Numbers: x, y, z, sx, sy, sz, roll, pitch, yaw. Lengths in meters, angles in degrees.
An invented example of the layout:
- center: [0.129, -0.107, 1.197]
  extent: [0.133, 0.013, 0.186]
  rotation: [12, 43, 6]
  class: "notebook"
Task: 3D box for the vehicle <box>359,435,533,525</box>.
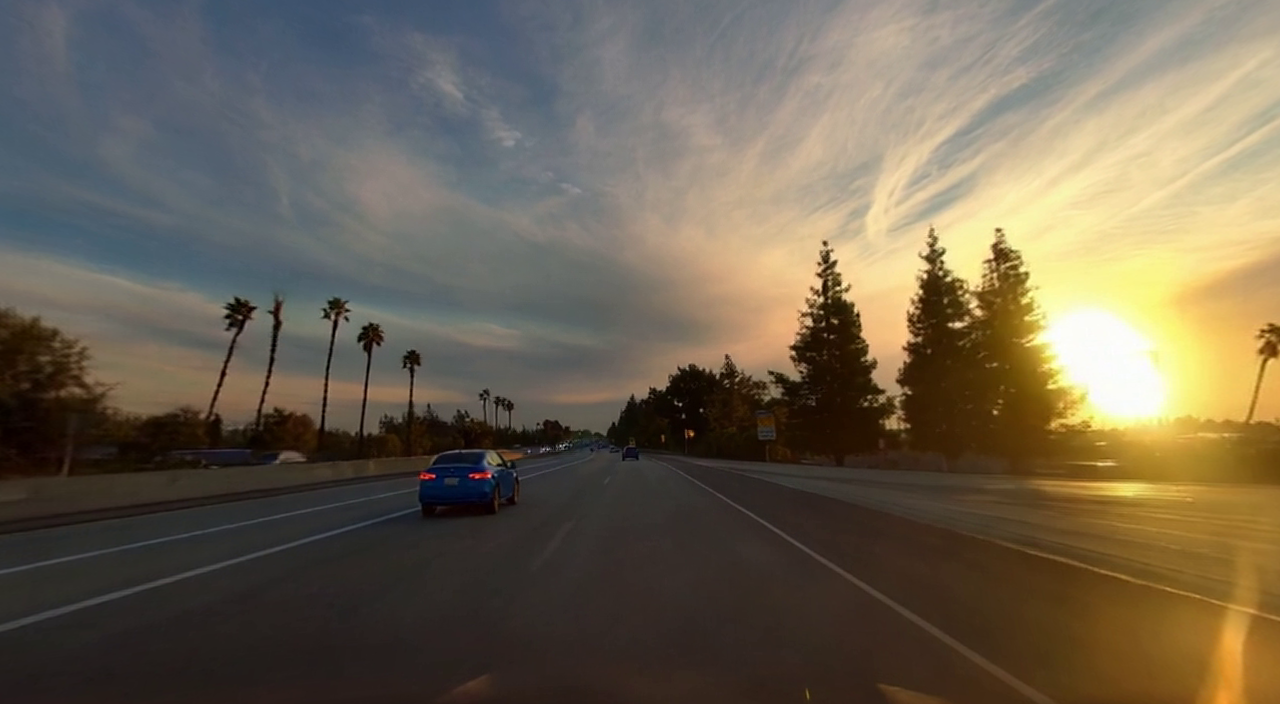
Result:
- center: [-3.833, 2.599, 13.483]
  extent: [2.092, 1.562, 4.748]
  rotation: [0, -8, 2]
  class: "vehicle"
